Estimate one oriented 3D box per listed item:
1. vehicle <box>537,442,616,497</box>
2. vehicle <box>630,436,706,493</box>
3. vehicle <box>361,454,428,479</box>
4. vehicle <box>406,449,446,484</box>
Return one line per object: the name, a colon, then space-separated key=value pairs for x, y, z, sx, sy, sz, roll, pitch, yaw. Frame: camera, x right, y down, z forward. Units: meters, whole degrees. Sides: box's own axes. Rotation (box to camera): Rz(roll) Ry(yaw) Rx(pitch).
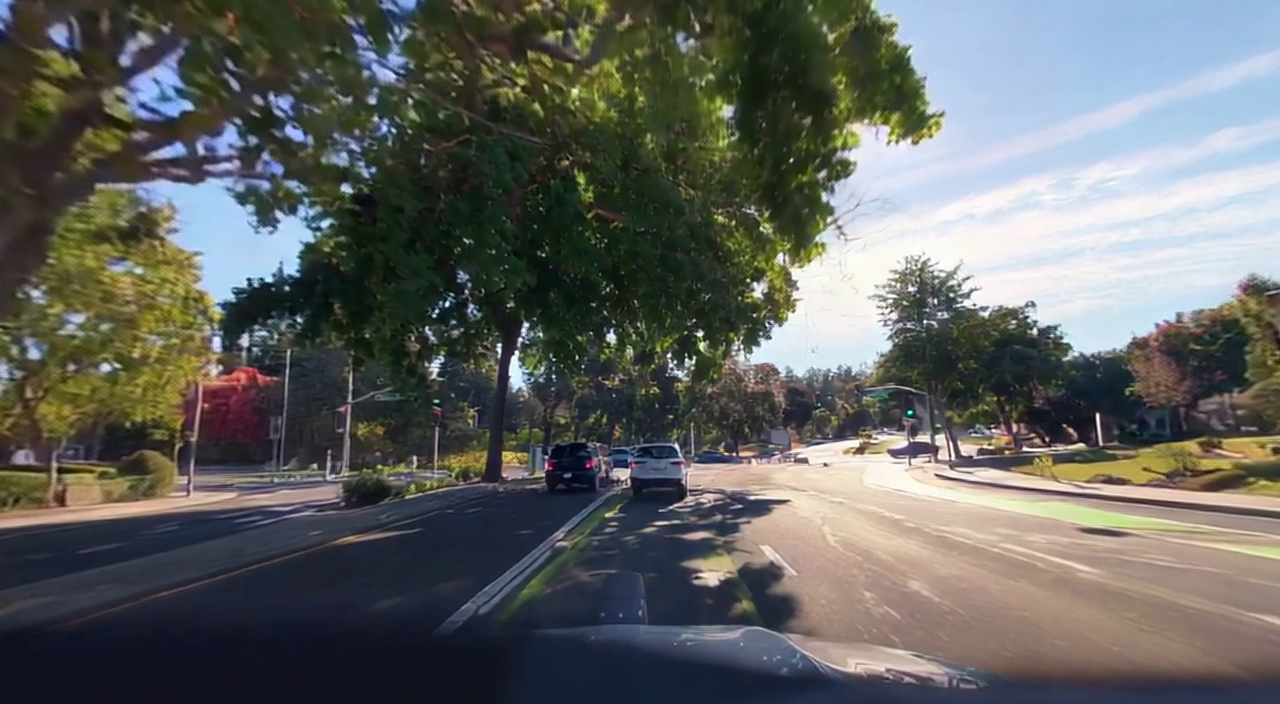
vehicle: x=-1.829 y=3.555 z=19.448 sx=1.923 sy=1.498 sz=3.887 roll=0 pitch=-9 yaw=2
vehicle: x=0.881 y=3.733 z=21.293 sx=2.286 sy=1.701 sz=4.395 roll=0 pitch=-9 yaw=1
vehicle: x=-18.288 y=8.513 z=47.095 sx=4.685 sy=1.746 sz=2.095 roll=-5 pitch=-10 yaw=30
vehicle: x=-12.283 y=6.546 z=36.482 sx=2.005 sy=1.702 sz=4.697 roll=0 pitch=-8 yaw=-16
